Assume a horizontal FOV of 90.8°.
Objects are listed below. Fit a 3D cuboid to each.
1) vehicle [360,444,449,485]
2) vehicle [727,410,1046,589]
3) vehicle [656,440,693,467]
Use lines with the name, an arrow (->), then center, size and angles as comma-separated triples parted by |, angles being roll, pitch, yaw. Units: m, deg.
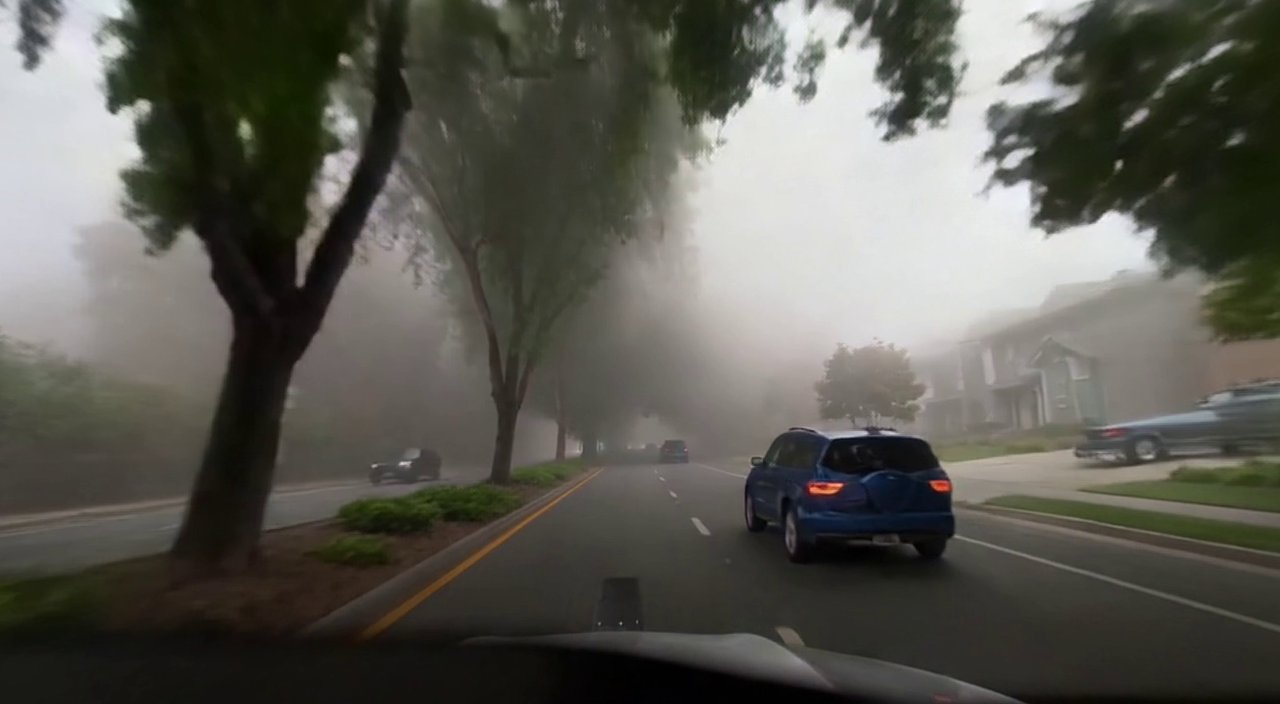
vehicle -> -11.761, 5.633, 32.087 | 2.248, 1.858, 5.854 | 0, -9, 0
vehicle -> 2.565, 1.675, 8.036 | 2.066, 1.603, 4.475 | 0, -9, -3
vehicle -> 2.305, 6.895, 43.107 | 2.164, 1.725, 4.285 | 0, -9, -1
